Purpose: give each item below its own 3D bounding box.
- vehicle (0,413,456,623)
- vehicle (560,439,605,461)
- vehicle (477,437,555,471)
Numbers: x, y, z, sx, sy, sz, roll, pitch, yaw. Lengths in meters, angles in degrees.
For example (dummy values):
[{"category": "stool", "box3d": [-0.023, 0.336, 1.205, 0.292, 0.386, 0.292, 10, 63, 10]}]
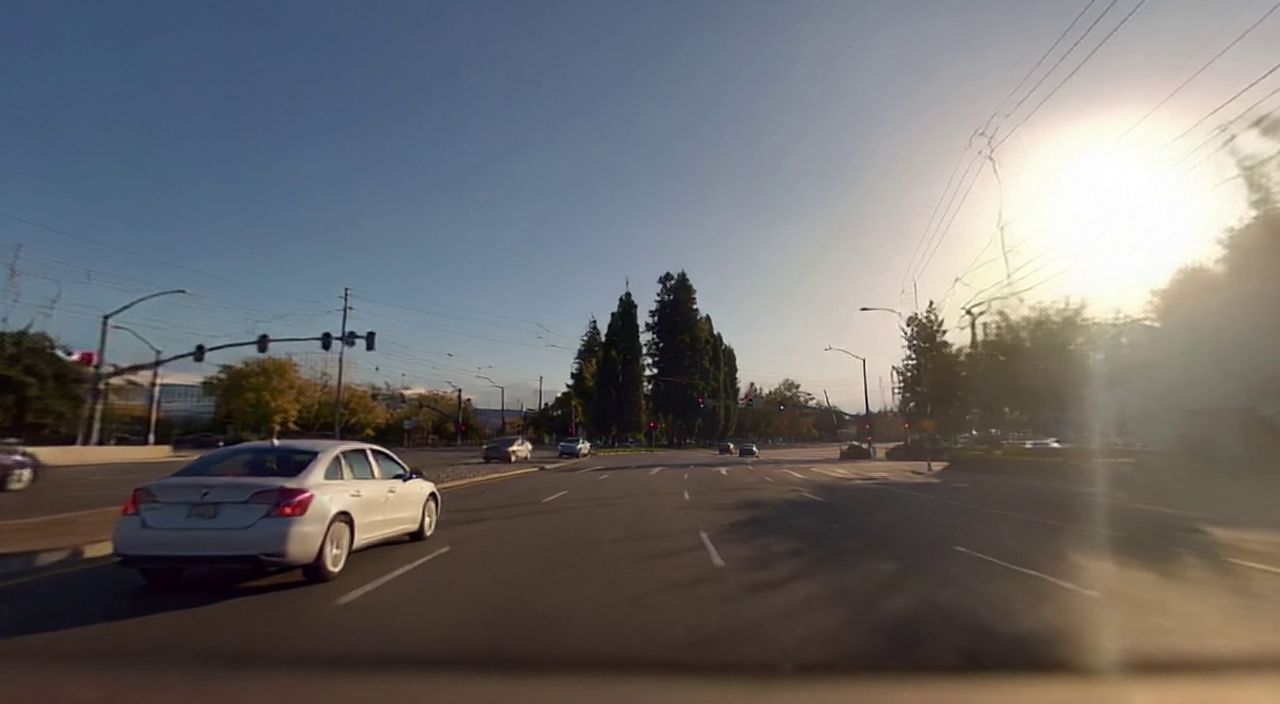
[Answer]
[{"category": "vehicle", "box3d": [-3.594, 1.493, 6.642, 1.934, 1.463, 4.220, 0, -9, 2]}, {"category": "vehicle", "box3d": [-3.993, 6.911, 44.620, 2.016, 1.501, 4.903, -2, -9, 9]}, {"category": "vehicle", "box3d": [-5.835, 4.893, 30.469, 2.080, 1.495, 5.242, -1, -9, 8]}]
